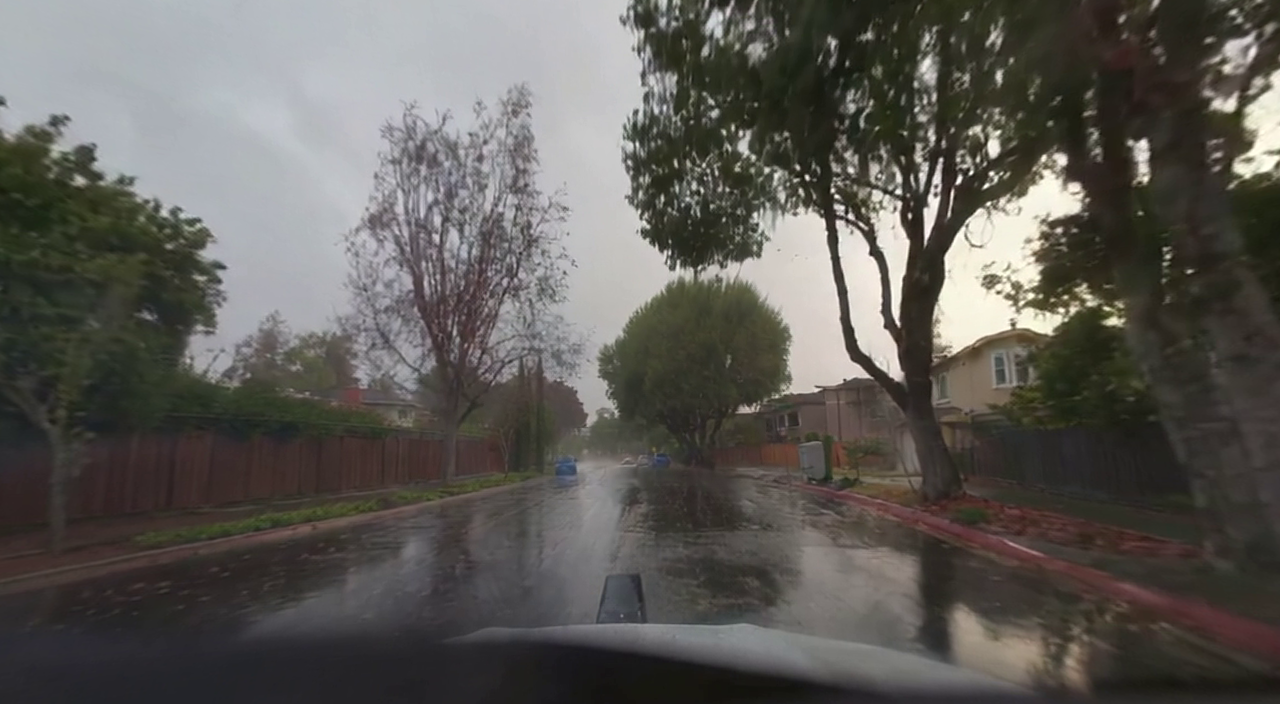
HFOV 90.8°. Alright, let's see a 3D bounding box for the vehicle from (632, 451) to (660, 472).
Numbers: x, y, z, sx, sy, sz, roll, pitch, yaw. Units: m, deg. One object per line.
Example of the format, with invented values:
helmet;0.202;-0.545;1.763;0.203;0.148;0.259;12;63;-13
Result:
vehicle;0.421;8.431;48.825;2.064;1.477;3.968;0;-9;0
